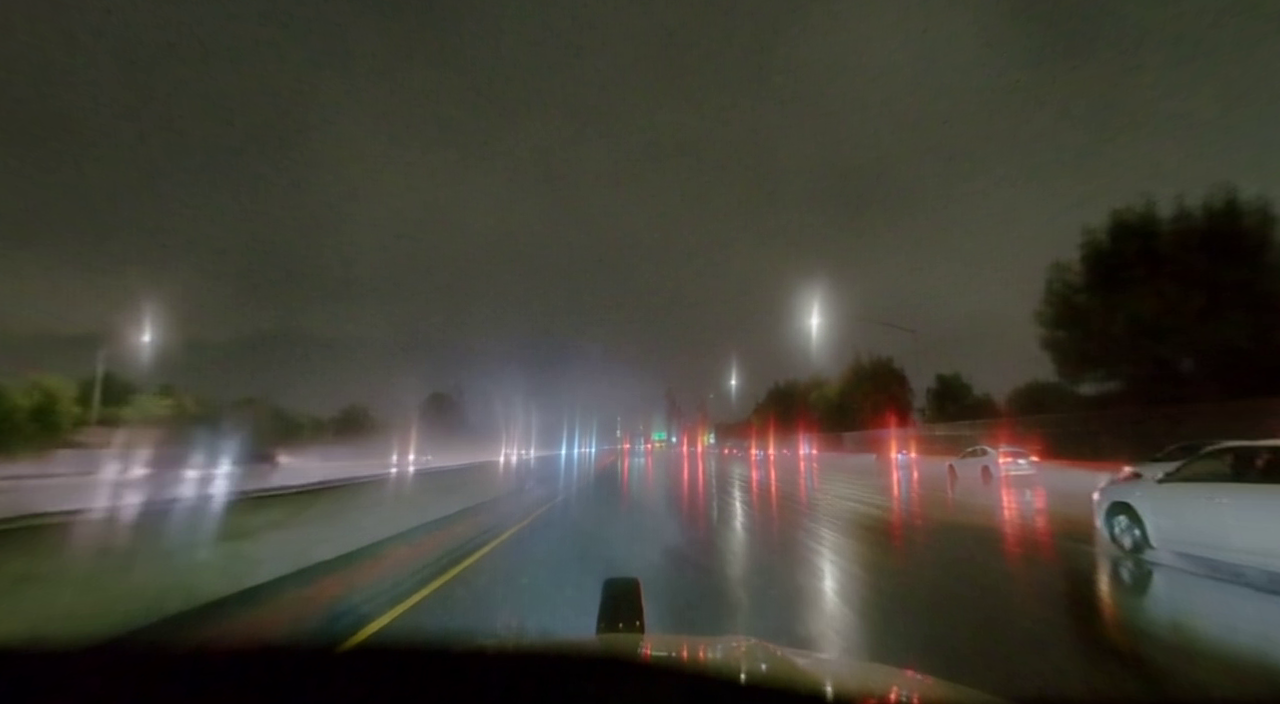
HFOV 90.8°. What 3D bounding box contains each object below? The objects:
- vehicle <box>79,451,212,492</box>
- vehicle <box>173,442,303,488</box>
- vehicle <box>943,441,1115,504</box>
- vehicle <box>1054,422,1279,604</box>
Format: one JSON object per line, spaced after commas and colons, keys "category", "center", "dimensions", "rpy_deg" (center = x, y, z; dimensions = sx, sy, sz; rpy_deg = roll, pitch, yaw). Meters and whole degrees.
{"category": "vehicle", "center": [-19.977, 4.803, 25.814], "dimensions": [1.934, 1.509, 4.361], "rpy_deg": [0, -9, -1]}
{"category": "vehicle", "center": [-16.239, 4.566, 25.915], "dimensions": [2.109, 1.703, 4.910], "rpy_deg": [0, -9, -1]}
{"category": "vehicle", "center": [9.926, 3.075, 16.582], "dimensions": [1.836, 1.418, 4.132], "rpy_deg": [0, -9, -1]}
{"category": "vehicle", "center": [6.149, 1.380, 5.573], "dimensions": [1.821, 1.470, 4.633], "rpy_deg": [0, -9, -1]}
